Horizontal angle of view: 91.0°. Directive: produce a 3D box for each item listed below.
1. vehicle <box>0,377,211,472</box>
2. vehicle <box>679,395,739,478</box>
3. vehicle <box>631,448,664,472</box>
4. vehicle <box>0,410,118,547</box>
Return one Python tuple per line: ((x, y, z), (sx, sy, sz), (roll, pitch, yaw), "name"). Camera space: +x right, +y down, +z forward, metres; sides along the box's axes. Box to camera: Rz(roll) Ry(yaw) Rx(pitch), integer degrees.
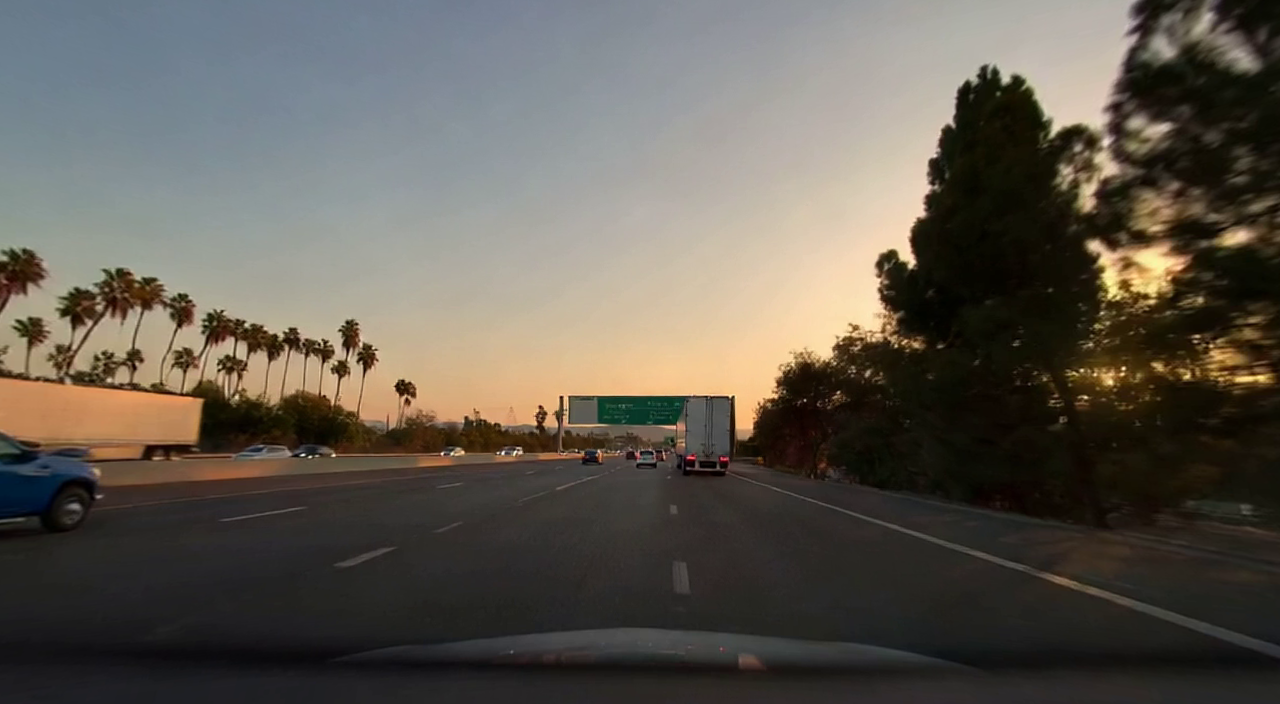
((-32.784, 4.421, 36.634), (3.050, 4.632, 16.557), (-1, -9, 4), "vehicle")
((4.017, 5.431, 40.121), (2.891, 4.123, 16.415), (1, -8, 3), "vehicle")
((0.576, 7.935, 46.488), (2.287, 1.689, 4.307), (0, -9, 3), "vehicle")
((-9.288, 1.486, 7.190), (2.264, 1.728, 4.940), (0, -9, 2), "vehicle")
